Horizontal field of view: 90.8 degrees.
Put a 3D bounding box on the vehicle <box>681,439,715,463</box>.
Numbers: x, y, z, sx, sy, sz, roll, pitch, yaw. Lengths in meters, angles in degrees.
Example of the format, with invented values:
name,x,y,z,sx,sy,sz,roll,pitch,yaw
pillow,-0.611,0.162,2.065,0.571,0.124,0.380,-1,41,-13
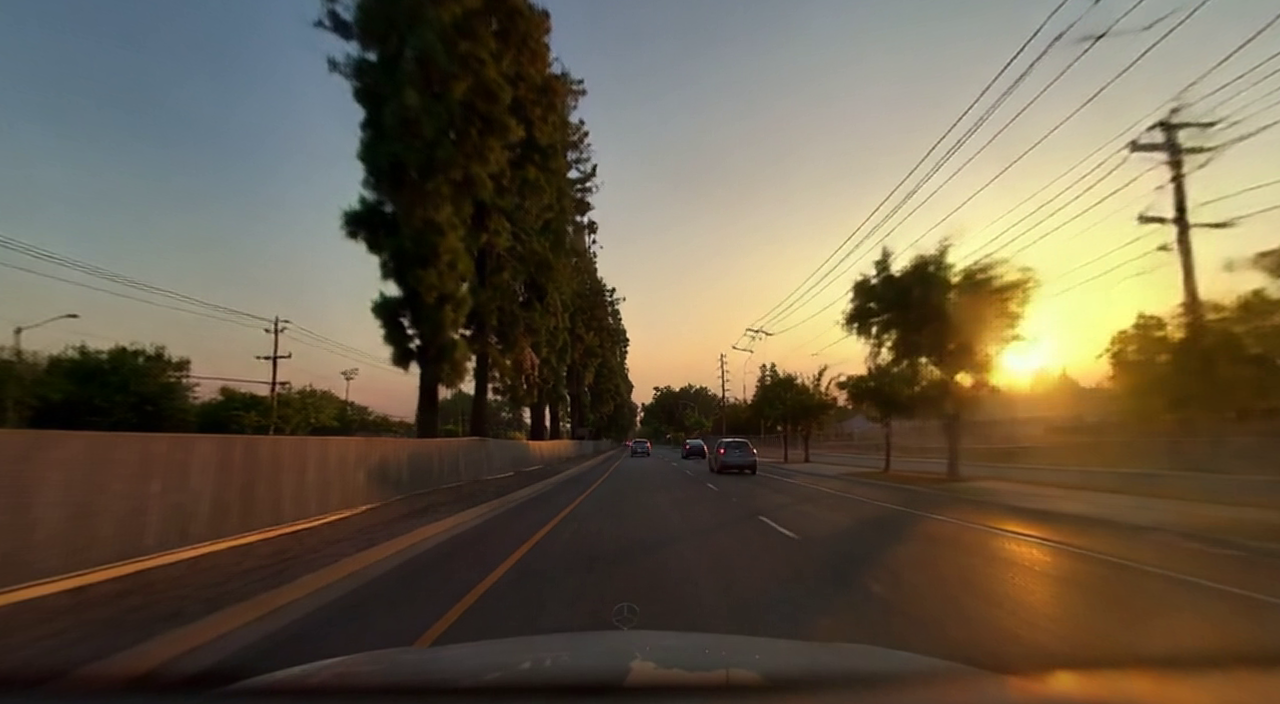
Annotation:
name,x,y,z,sx,sy,sz,roll,pitch,yaw
vehicle,4.051,6.971,44.634,2.012,1.653,4.115,0,-8,0

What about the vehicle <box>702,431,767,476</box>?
name,x,y,z,sx,sy,sz,roll,pitch,yaw
vehicle,4.101,4.515,28.246,2.112,1.825,4.574,0,-8,-1
